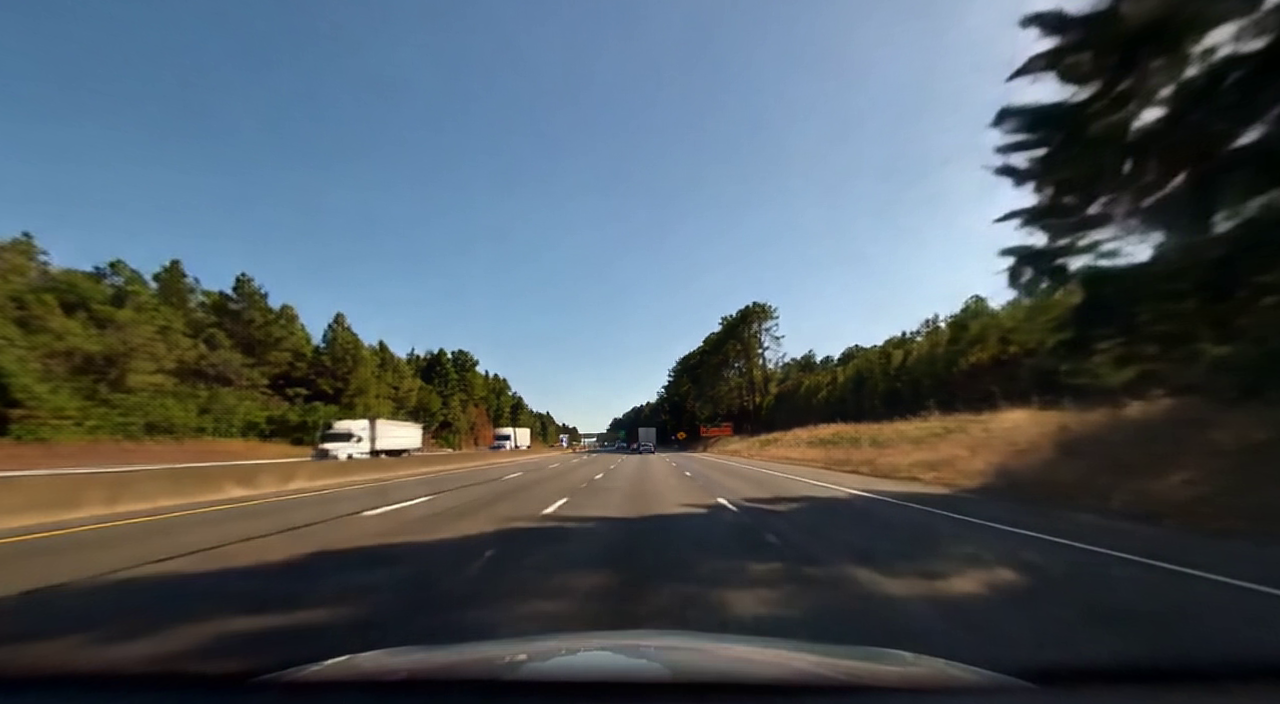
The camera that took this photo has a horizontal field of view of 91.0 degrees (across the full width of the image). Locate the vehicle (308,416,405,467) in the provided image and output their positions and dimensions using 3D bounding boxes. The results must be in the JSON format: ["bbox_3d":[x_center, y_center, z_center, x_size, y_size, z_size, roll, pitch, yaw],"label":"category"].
[{"bbox_3d":[-22.085,7.091,49.855,3.019,3.659,9.658,0,-8,1],"label":"vehicle"}]
